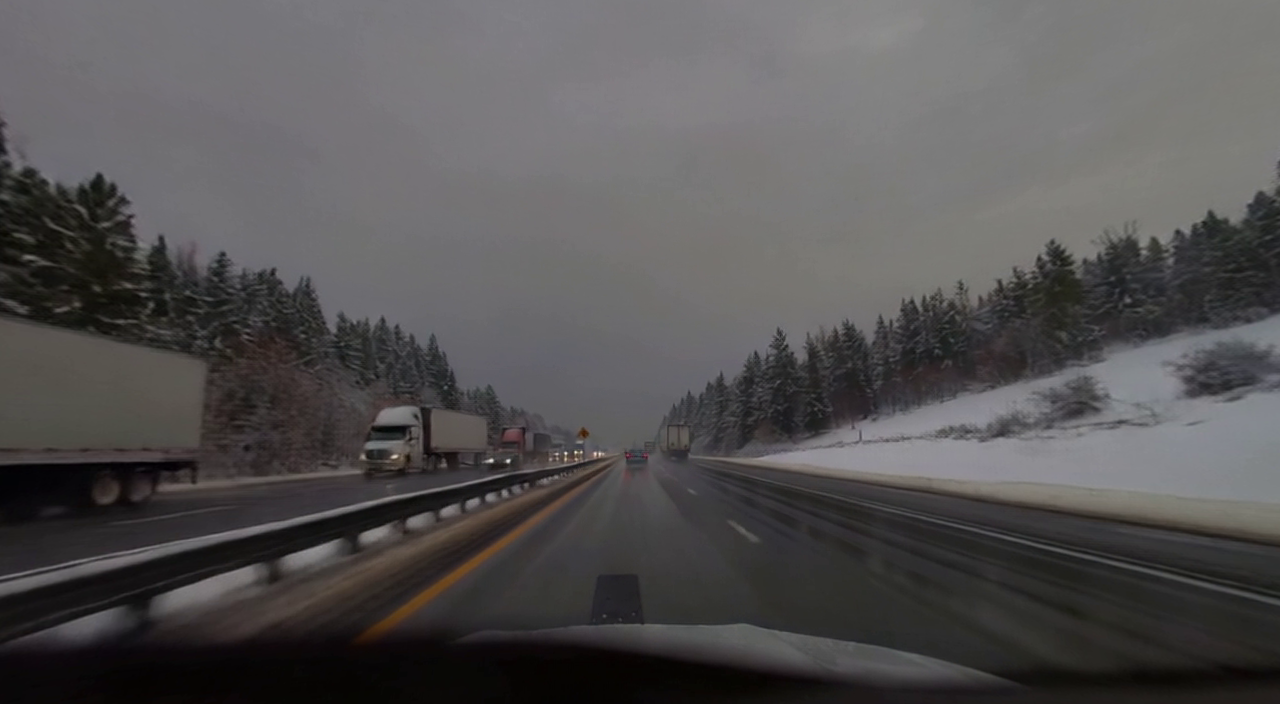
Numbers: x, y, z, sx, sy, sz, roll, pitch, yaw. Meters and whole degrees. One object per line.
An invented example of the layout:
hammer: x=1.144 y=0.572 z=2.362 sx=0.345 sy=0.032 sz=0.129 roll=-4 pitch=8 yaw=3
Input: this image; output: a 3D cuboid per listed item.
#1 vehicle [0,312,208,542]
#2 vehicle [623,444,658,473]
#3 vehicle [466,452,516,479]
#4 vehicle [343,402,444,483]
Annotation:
vehicle: x=-12.776 y=1.056 z=9.427 sx=2.849 sy=4.050 sz=14.158 roll=0 pitch=-9 yaw=-1
vehicle: x=0.022 y=6.800 z=40.469 sx=2.137 sy=1.689 sz=4.051 roll=0 pitch=-9 yaw=-1
vehicle: x=-8.857 y=6.735 z=37.761 sx=1.912 sy=1.462 sz=4.317 roll=0 pitch=-9 yaw=0
vehicle: x=-12.938 y=4.868 z=33.771 sx=2.949 sy=3.947 sz=5.850 roll=0 pitch=-9 yaw=0
